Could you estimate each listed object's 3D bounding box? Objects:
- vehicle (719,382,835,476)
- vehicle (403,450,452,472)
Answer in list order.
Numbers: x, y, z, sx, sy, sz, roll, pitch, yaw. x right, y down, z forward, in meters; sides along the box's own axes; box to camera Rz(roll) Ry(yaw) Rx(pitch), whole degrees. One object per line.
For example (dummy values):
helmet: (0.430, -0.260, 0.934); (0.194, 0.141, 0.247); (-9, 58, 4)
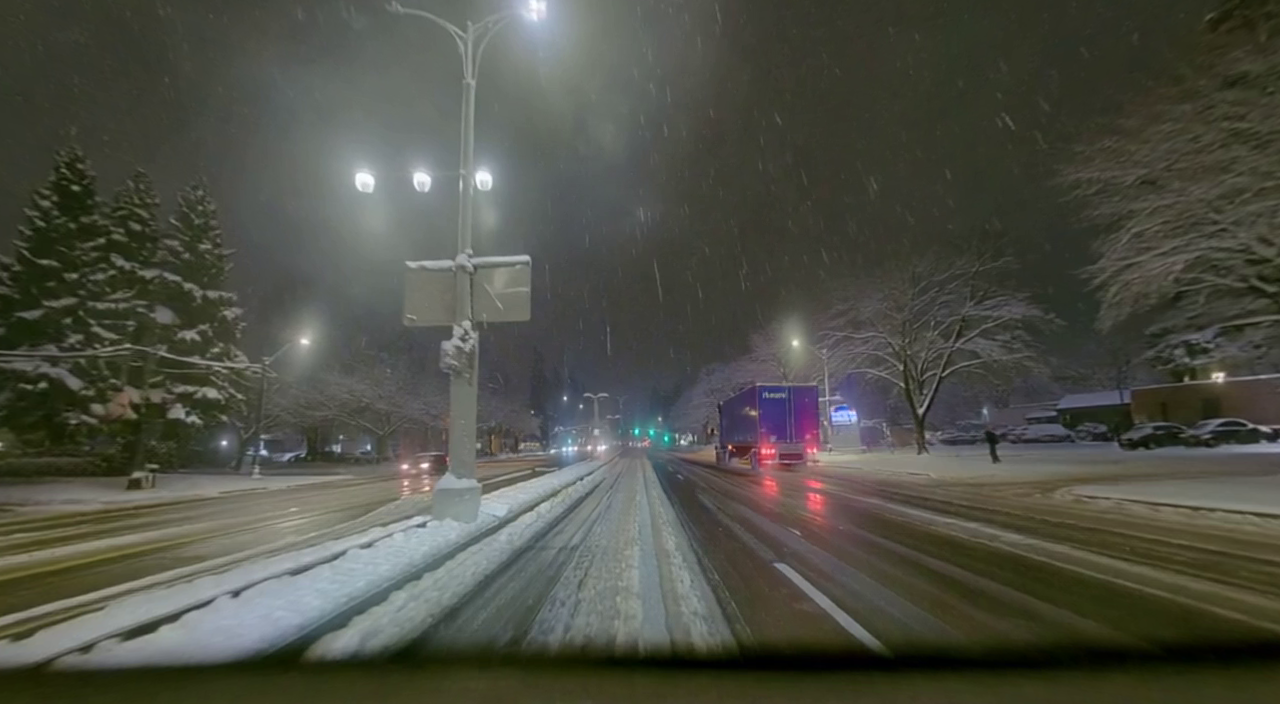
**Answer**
vehicle: (6.312, 3.982, 31.556); (3.120, 3.794, 11.510); (0, -8, 0)
vehicle: (-15.584, 7.983, 46.619); (1.901, 1.487, 4.711); (0, -8, 1)
